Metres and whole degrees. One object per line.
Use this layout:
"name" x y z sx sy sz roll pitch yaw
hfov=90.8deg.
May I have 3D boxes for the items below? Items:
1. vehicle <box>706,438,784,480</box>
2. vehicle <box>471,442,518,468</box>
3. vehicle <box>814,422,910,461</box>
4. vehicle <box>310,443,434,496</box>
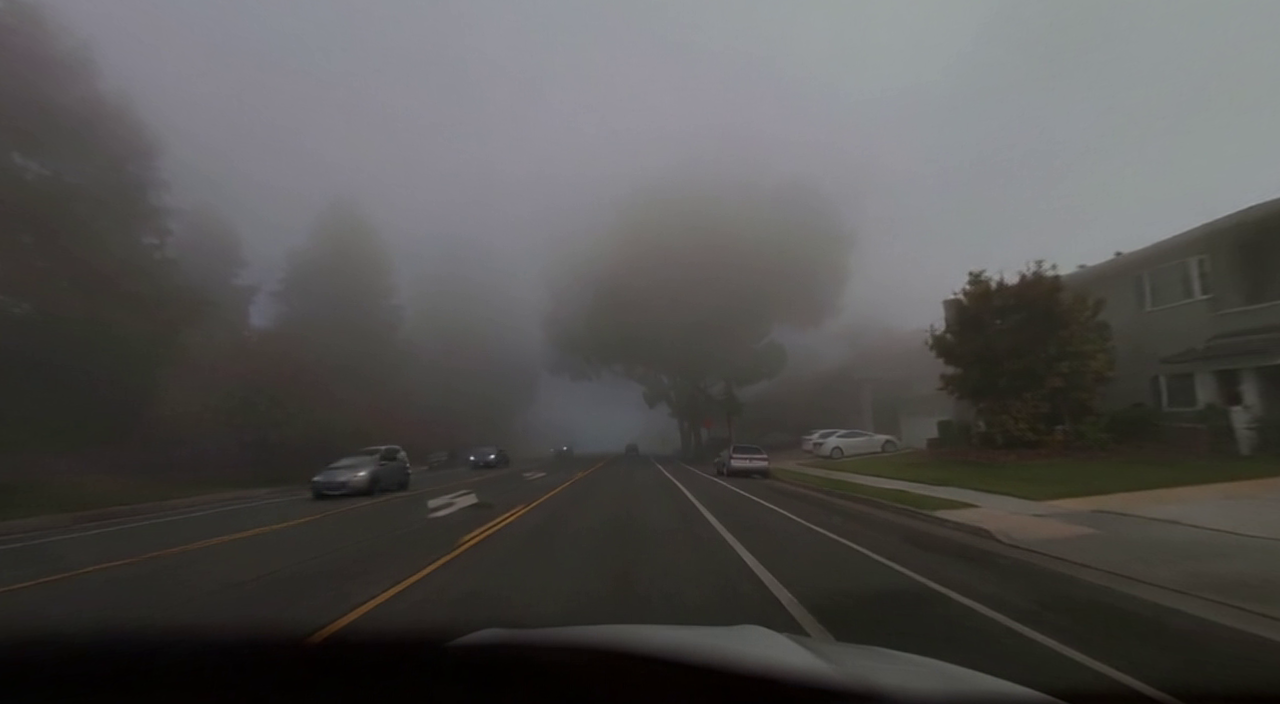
"vehicle" 3.956 4.113 24.698 1.946 1.431 4.695 0 -8 -4
"vehicle" -8.947 6.357 39.200 1.871 1.484 4.383 -1 -8 0
"vehicle" 11.071 4.484 31.690 3.999 1.599 1.819 -5 -8 0
"vehicle" -8.472 3.724 20.529 1.986 1.442 4.602 -1 -8 0
